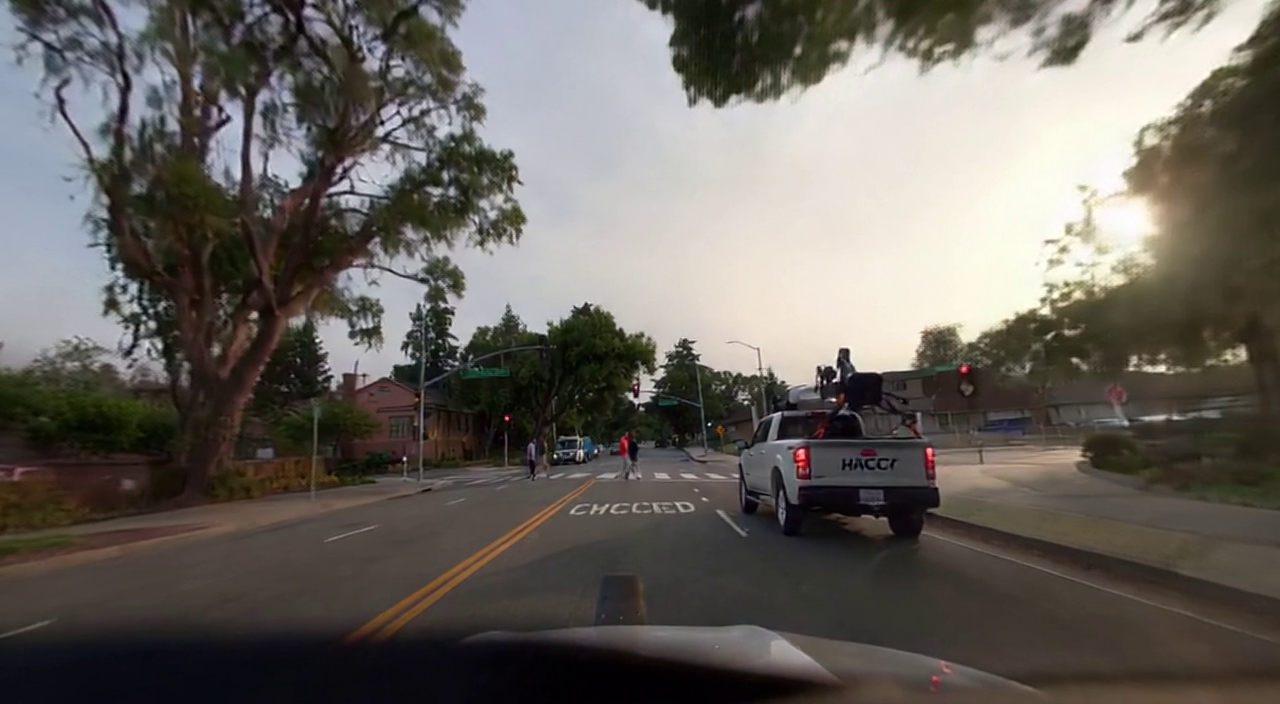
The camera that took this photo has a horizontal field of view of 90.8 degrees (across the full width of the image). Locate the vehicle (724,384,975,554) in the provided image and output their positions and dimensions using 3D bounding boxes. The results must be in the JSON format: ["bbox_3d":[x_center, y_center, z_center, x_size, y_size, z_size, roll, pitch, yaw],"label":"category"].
[{"bbox_3d":[2.869,1.811,10.371,2.177,2.015,5.463,0,-9,-1],"label":"vehicle"}]
